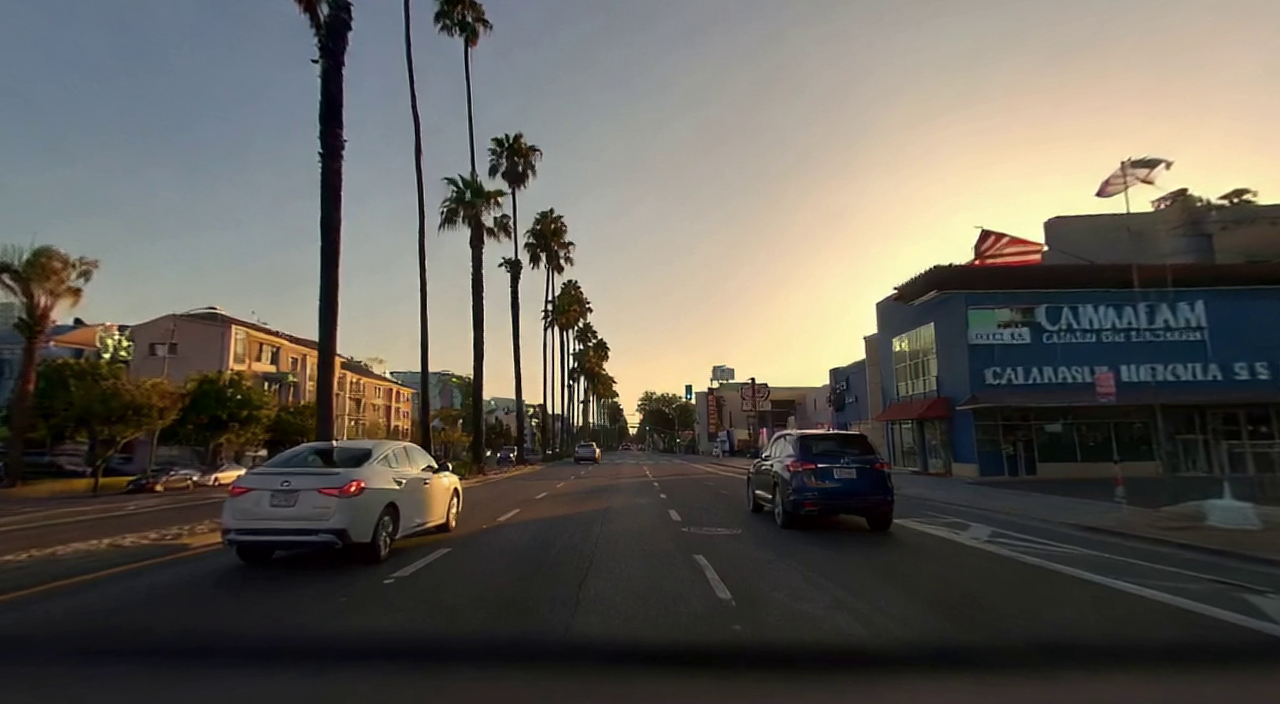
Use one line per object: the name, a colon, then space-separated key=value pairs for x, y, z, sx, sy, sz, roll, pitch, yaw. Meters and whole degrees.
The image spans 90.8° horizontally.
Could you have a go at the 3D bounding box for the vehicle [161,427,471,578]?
vehicle: x=-3.810 y=1.824 z=8.428 sx=2.034 sy=1.498 sz=3.995 roll=0 pitch=-9 yaw=-1

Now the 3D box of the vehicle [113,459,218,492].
vehicle: x=-23.570 y=6.115 z=31.630 sx=1.876 sy=1.459 sz=4.411 roll=0 pitch=-9 yaw=0

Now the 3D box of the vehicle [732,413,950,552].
vehicle: x=2.831 y=1.956 z=10.099 sx=1.982 sy=1.711 sz=4.276 roll=0 pitch=-9 yaw=-1
